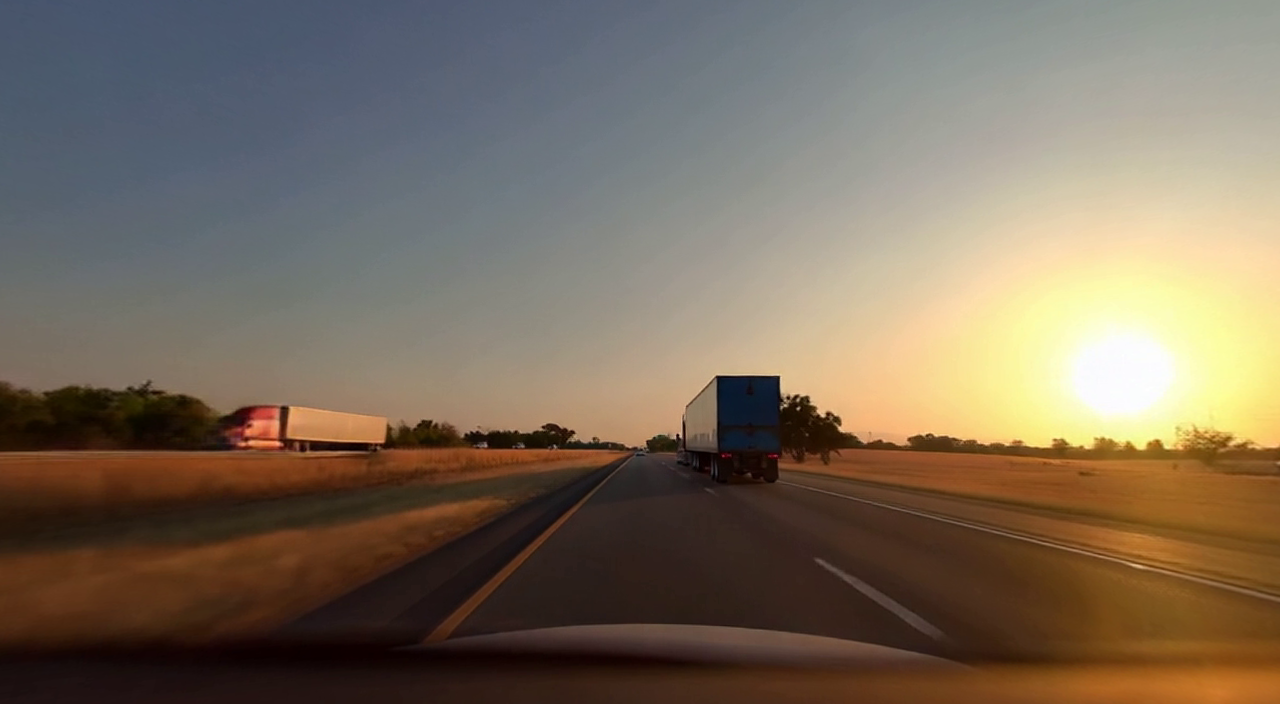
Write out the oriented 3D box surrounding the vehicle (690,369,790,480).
[{"bbox_3d":[4.293,3.713,30.434,2.818,4.206,12.987,0,-9,0],"label":"vehicle"}]
